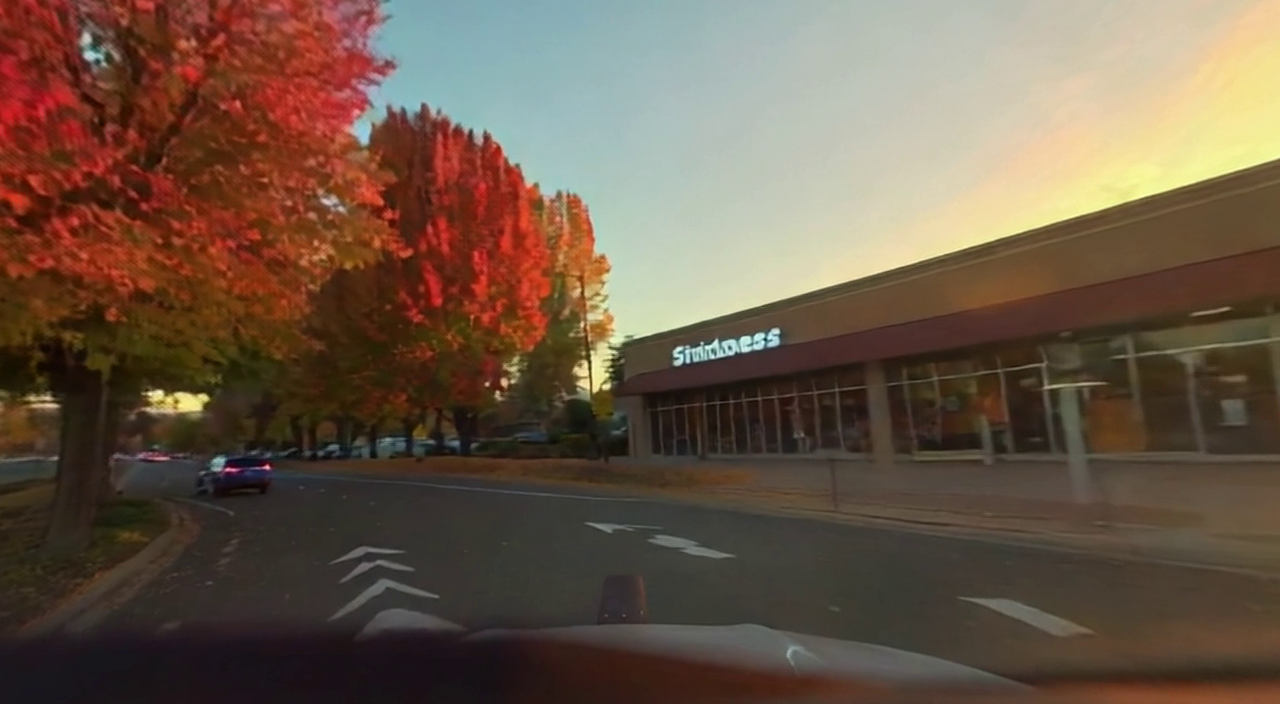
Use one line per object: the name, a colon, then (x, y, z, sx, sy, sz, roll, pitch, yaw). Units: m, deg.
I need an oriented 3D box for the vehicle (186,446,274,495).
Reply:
vehicle: (-17.365, 4.929, 26.582, 2.146, 1.814, 5.110, 8, -13, -42)
